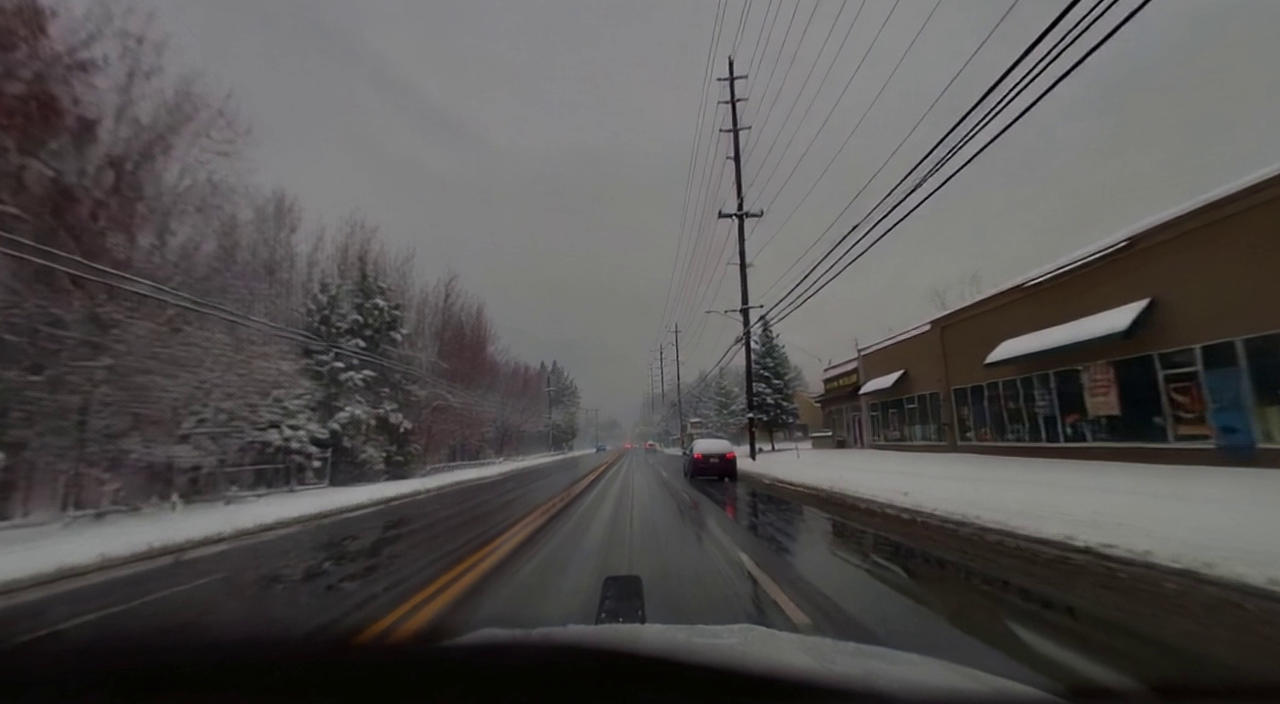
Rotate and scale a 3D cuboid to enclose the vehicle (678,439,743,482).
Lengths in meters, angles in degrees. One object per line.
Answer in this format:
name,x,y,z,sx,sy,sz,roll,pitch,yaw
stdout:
vehicle,2.612,4.107,24.190,1.975,1.497,3.647,0,-9,-1
